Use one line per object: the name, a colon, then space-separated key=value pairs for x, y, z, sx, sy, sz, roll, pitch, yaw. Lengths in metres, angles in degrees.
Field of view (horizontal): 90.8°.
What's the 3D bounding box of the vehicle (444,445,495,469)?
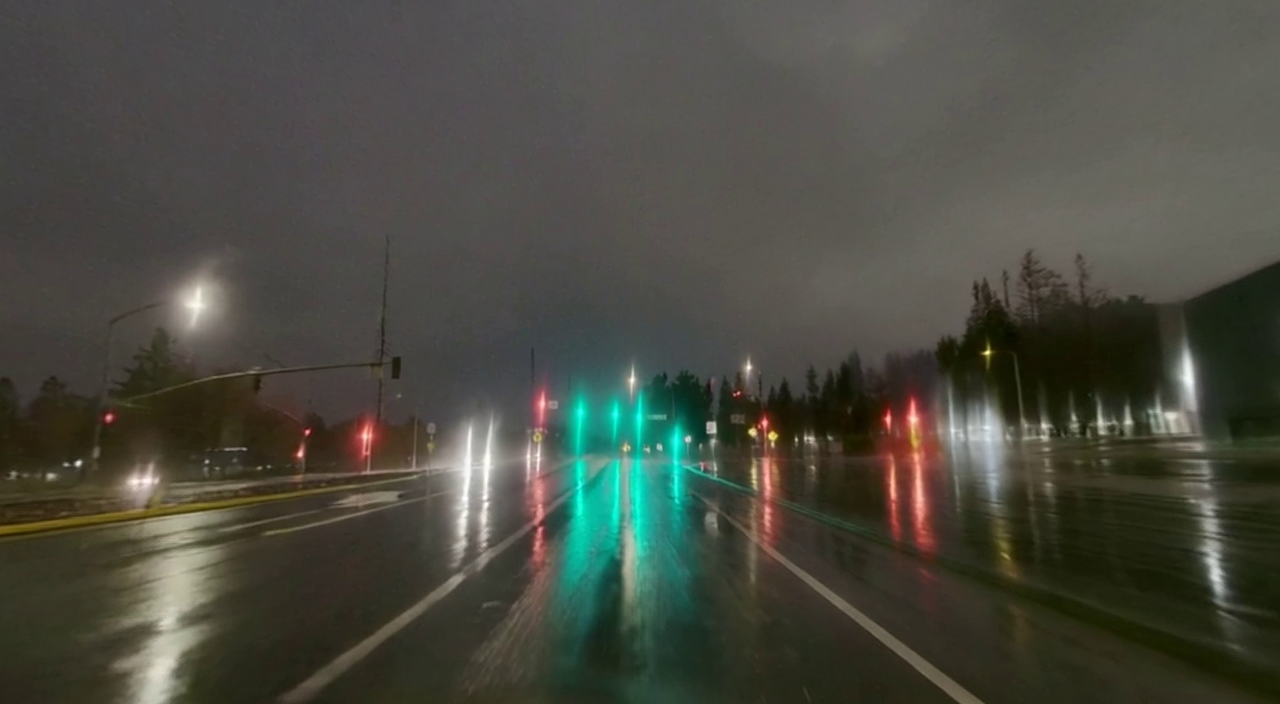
vehicle: x=-13.313 y=8.128 z=49.194 sx=2.024 sy=1.733 sz=4.262 roll=8 pitch=-12 yaw=-41
